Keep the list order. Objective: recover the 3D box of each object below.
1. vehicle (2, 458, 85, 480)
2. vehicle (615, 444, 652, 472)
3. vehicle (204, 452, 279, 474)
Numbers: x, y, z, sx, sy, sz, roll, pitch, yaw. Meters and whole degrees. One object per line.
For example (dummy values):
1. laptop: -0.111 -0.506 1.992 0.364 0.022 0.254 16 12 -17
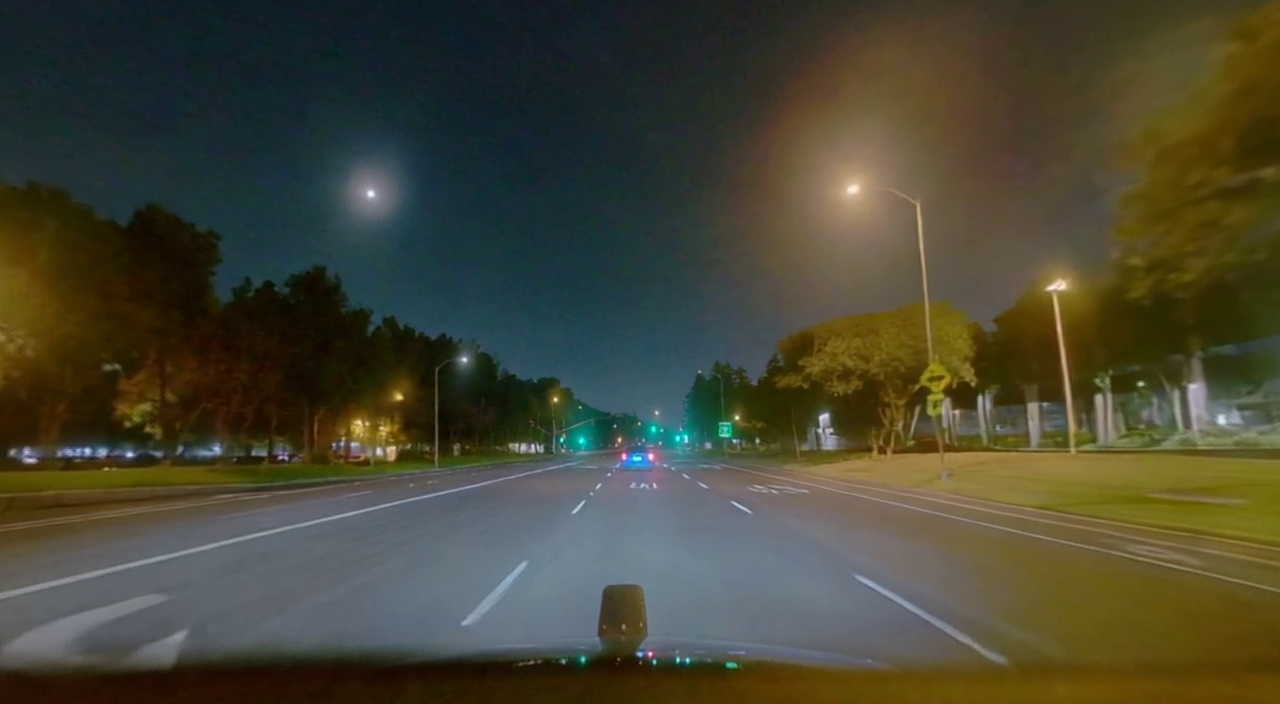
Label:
1. vehicle: -42.881 8.397 45.416 4.030 1.479 1.868 0 -8 -1
2. vehicle: -0.391 6.058 36.436 1.978 1.499 3.915 0 -8 -1
3. vehicle: -30.149 8.401 47.787 4.392 1.602 1.860 -1 -8 1
